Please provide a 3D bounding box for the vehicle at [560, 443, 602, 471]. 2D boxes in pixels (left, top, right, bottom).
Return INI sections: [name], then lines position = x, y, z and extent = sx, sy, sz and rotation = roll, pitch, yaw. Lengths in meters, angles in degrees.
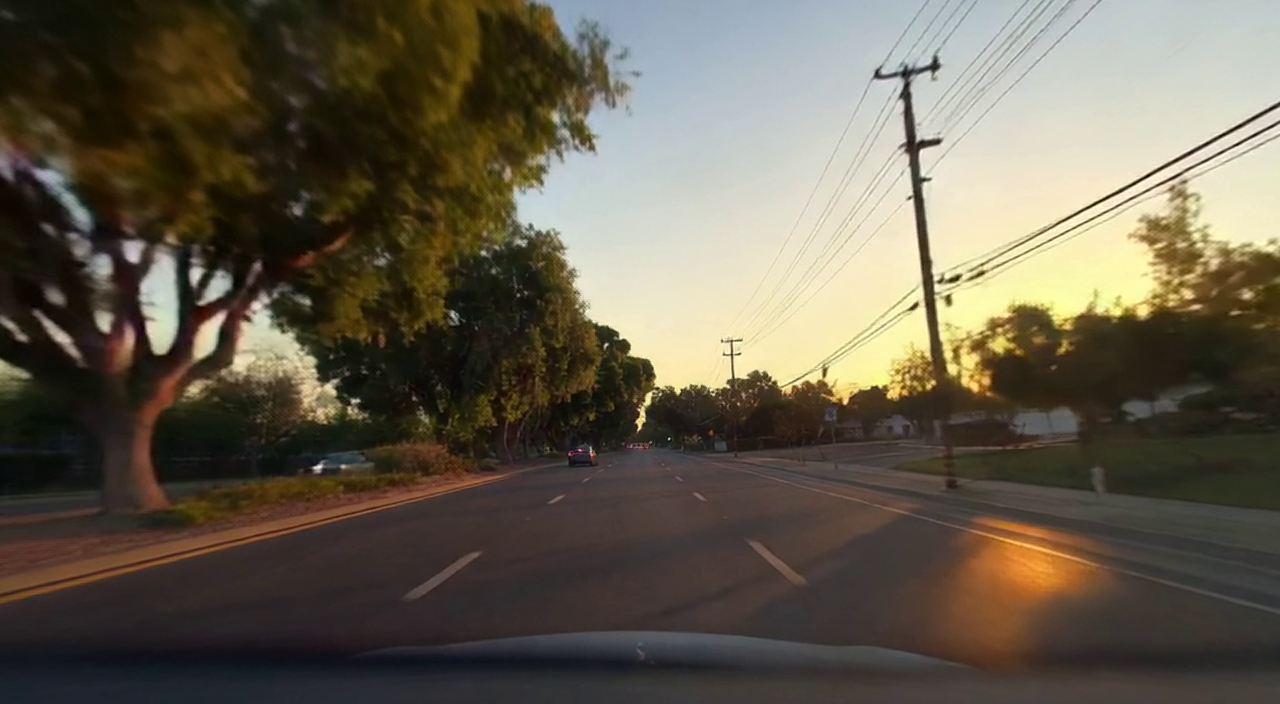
[vehicle]
position = -3.380, 6.046, 36.648
extent = 2.007, 1.514, 4.049
rotation = 0, -8, 1
